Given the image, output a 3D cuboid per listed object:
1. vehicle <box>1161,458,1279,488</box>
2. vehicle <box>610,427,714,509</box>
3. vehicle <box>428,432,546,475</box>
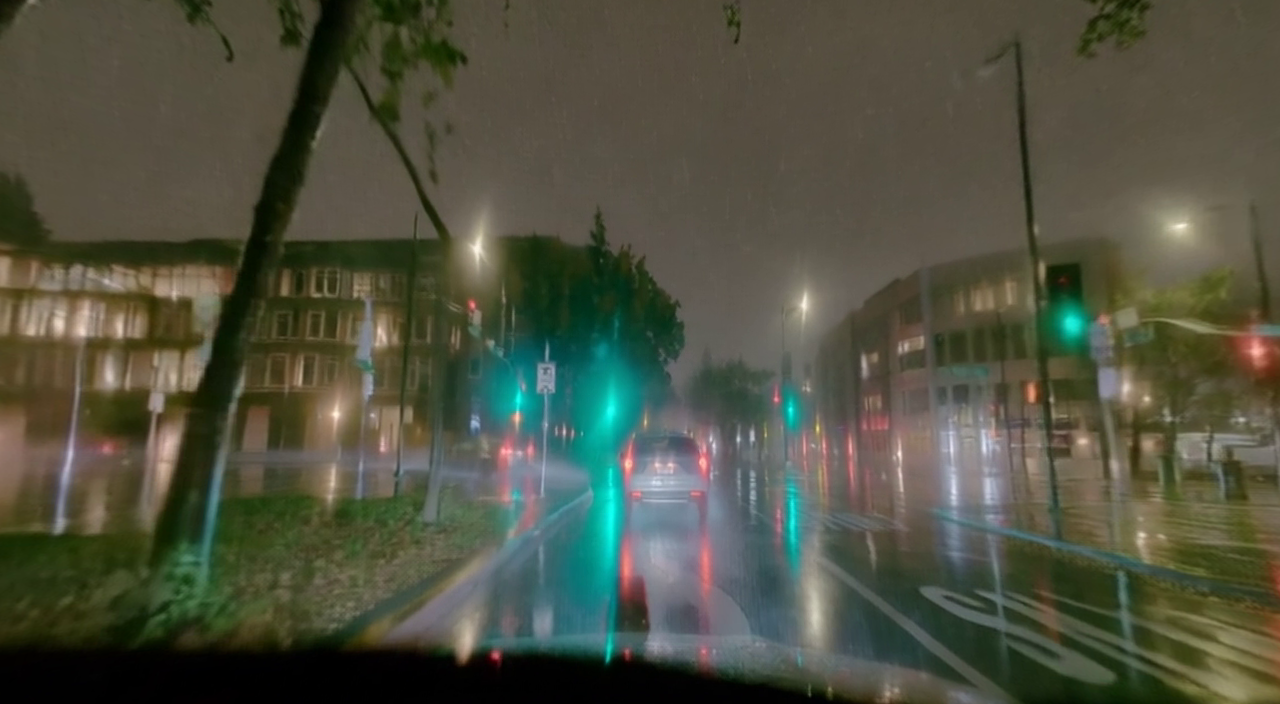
[{"bbox_3d":[30.515,6.344,33.127,4.668,1.441,1.904,0,-8,-4],"label":"vehicle"},{"bbox_3d":[0.528,2.621,14.639,2.079,1.621,3.861,-1,-8,3],"label":"vehicle"},{"bbox_3d":[-6.070,4.001,24.978,4.282,1.519,2.077,-5,-10,30],"label":"vehicle"}]
